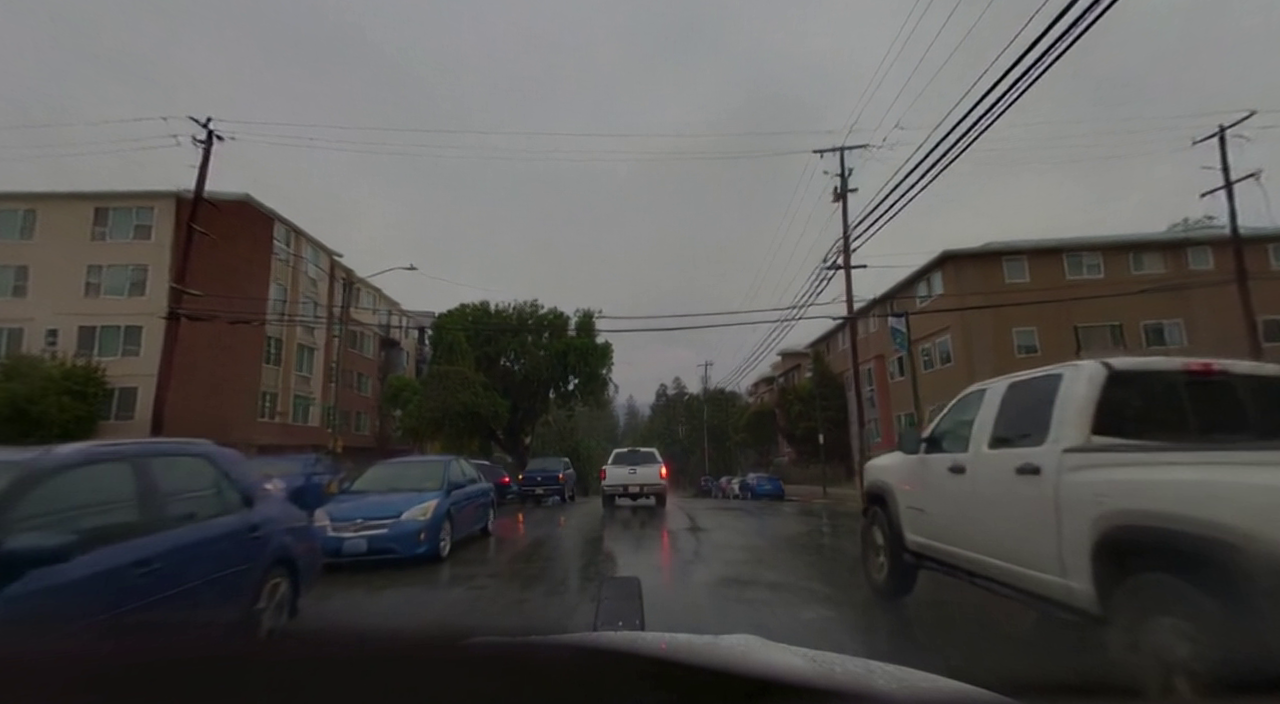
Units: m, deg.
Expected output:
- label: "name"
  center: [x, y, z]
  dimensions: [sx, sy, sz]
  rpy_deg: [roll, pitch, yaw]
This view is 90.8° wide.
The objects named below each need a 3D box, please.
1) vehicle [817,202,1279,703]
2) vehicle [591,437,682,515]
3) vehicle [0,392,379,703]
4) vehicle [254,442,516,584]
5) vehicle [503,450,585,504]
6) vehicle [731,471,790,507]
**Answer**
- label: "vehicle"
  center: [2.665, 0.832, 3.378]
  dimensions: [2.027, 1.907, 4.736]
  rpy_deg: [0, -8, 0]
- label: "vehicle"
  center: [-0.076, 3.511, 18.510]
  dimensions: [2.308, 1.940, 4.125]
  rpy_deg: [-2, -8, 1]
- label: "vehicle"
  center: [-3.065, 1.031, 2.911]
  dimensions: [1.898, 1.539, 4.320]
  rpy_deg: [0, -8, 0]
- label: "vehicle"
  center: [-3.099, 2.010, 8.846]
  dimensions: [1.868, 1.462, 4.385]
  rpy_deg: [0, -8, -1]
- label: "vehicle"
  center: [-3.603, 4.978, 25.035]
  dimensions: [2.330, 1.859, 6.068]
  rpy_deg: [0, -12, 0]
- label: "vehicle"
  center: [5.938, 6.870, 31.647]
  dimensions: [2.023, 1.611, 4.614]
  rpy_deg: [0, -12, 0]
